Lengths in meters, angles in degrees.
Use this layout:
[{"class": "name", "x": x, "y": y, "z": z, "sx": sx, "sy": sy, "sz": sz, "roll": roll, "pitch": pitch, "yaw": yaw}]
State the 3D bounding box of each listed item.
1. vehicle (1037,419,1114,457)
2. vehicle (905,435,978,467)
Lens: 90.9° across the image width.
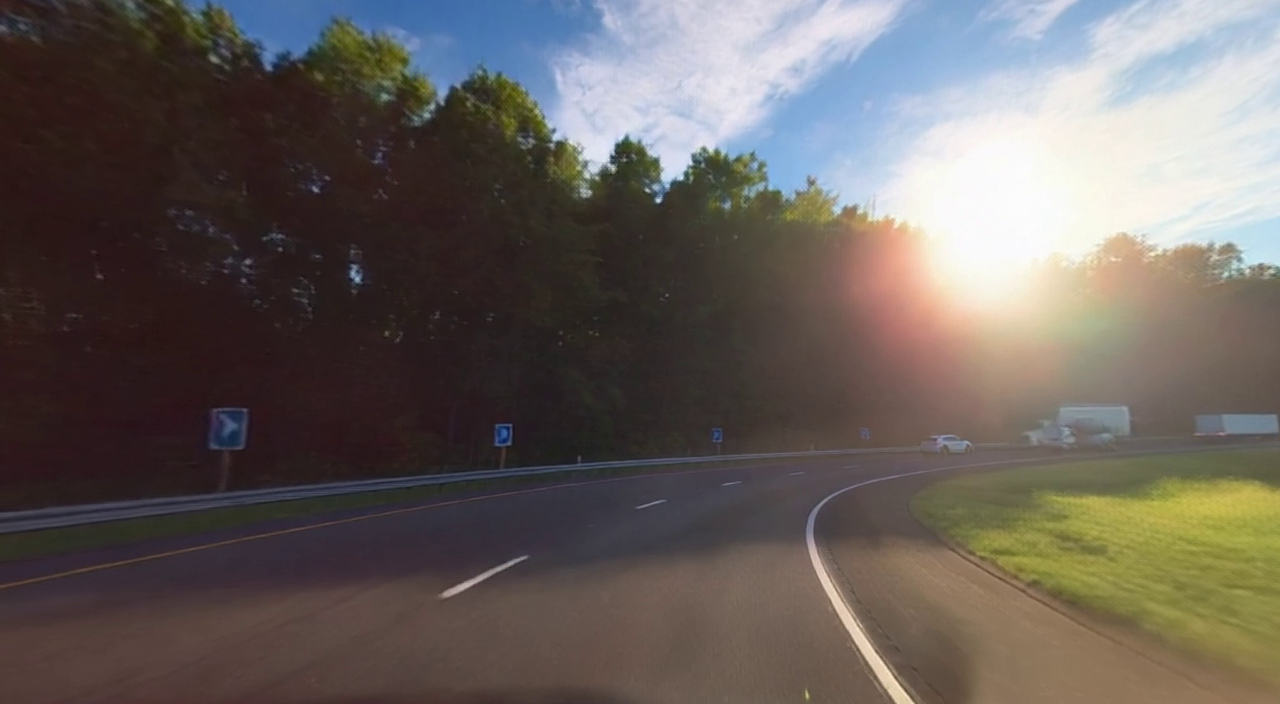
[{"class": "vehicle", "x": 34.293, "y": 6.831, "z": 49.563, "sx": 5.981, "sy": 2.823, "sz": 2.498, "roll": 5, "pitch": -10, "yaw": -31}, {"class": "vehicle", "x": 17.203, "y": 5.632, "z": 35.826, "sx": 4.325, "sy": 1.674, "sz": 2.221, "roll": 8, "pitch": -12, "yaw": -43}]
